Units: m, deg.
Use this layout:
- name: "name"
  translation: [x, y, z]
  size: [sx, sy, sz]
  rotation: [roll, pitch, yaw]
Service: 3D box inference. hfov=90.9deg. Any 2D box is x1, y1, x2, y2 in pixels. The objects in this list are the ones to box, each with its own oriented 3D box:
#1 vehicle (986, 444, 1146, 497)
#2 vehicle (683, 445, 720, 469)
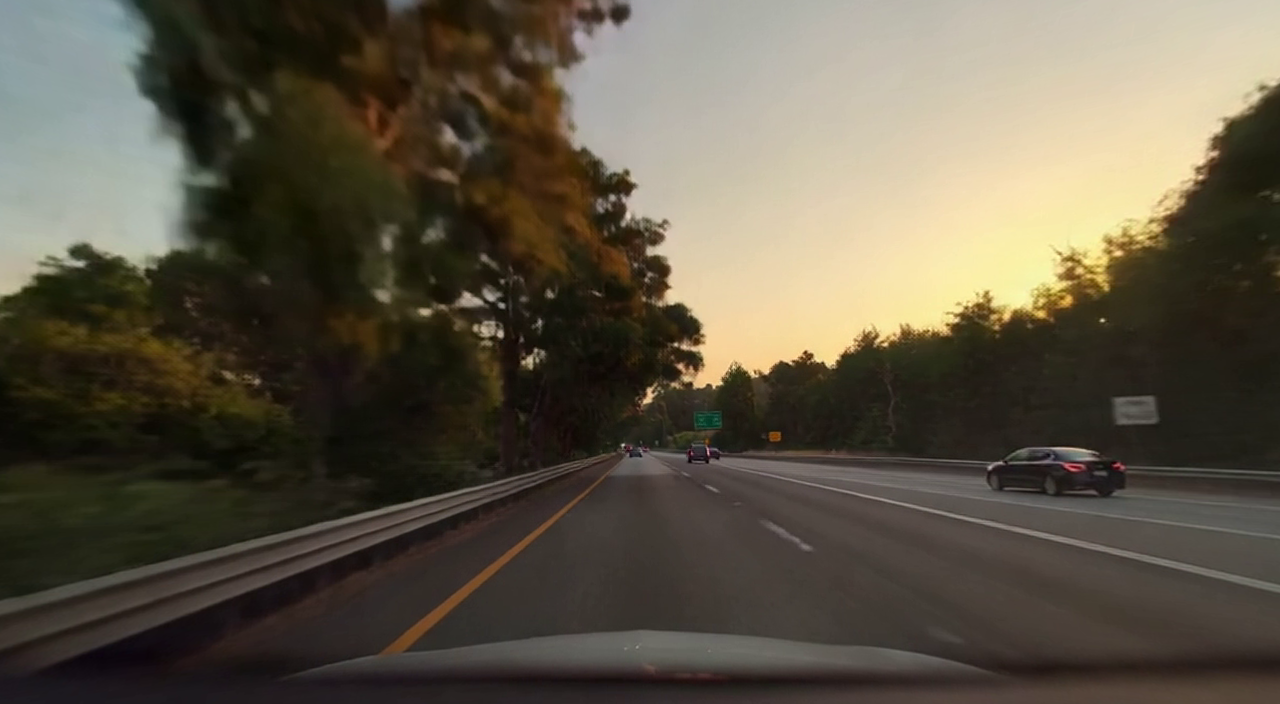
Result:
- name: "vehicle"
  translation: [12.408, 3.448, 18.690]
  size: [1.926, 1.386, 3.719]
  rotation: [1, -9, -5]
- name: "vehicle"
  translation: [4.222, 7.316, 44.073]
  size: [2.058, 1.605, 4.116]
  rotation: [0, -9, -2]
